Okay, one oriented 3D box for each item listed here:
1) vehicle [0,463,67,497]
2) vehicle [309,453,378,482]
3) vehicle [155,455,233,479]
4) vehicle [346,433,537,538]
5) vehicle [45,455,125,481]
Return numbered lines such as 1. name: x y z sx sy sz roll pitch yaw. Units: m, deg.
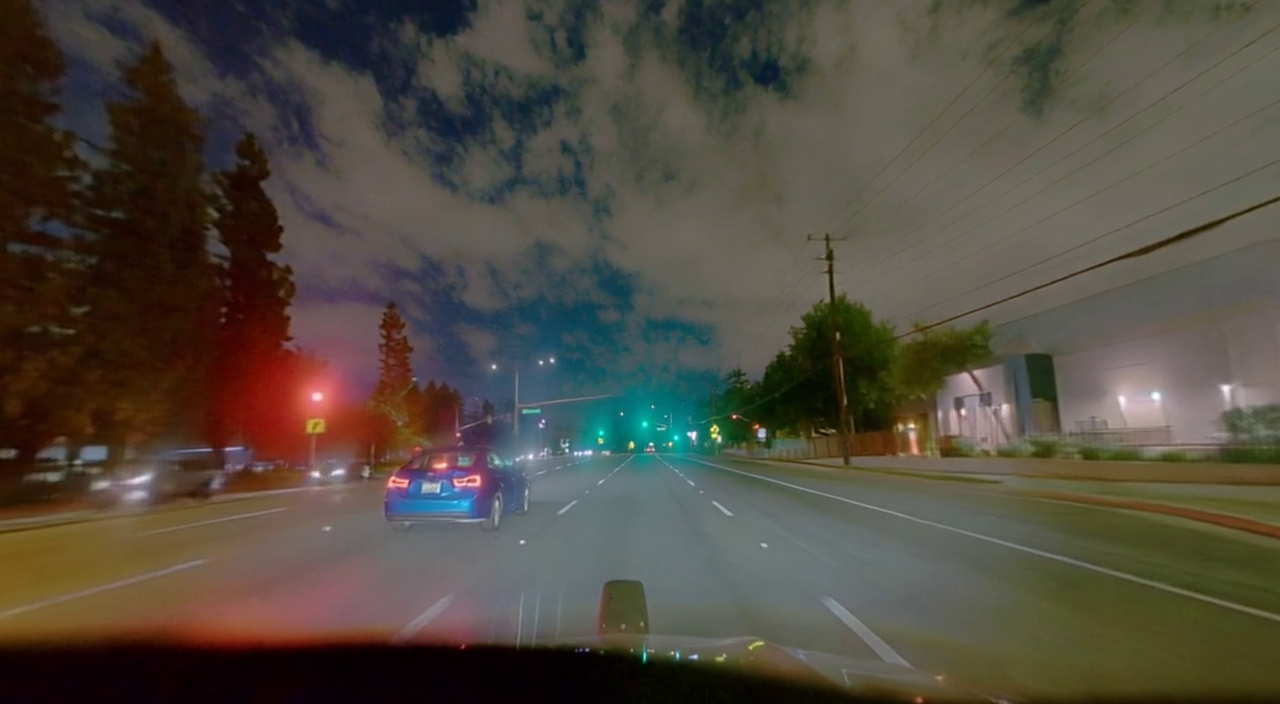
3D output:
1. vehicle: -30.799 6.141 30.371 4.424 1.535 1.948 0 -9 0
2. vehicle: -17.185 6.668 36.724 1.826 1.490 4.407 0 -9 1
3. vehicle: -34.025 8.755 48.268 1.911 1.603 5.136 0 -8 5
4. vehicle: -3.209 2.250 11.294 1.924 1.480 4.421 0 -9 1
5. vehicle: -42.513 8.883 48.437 1.923 1.745 4.740 1 -8 -1
